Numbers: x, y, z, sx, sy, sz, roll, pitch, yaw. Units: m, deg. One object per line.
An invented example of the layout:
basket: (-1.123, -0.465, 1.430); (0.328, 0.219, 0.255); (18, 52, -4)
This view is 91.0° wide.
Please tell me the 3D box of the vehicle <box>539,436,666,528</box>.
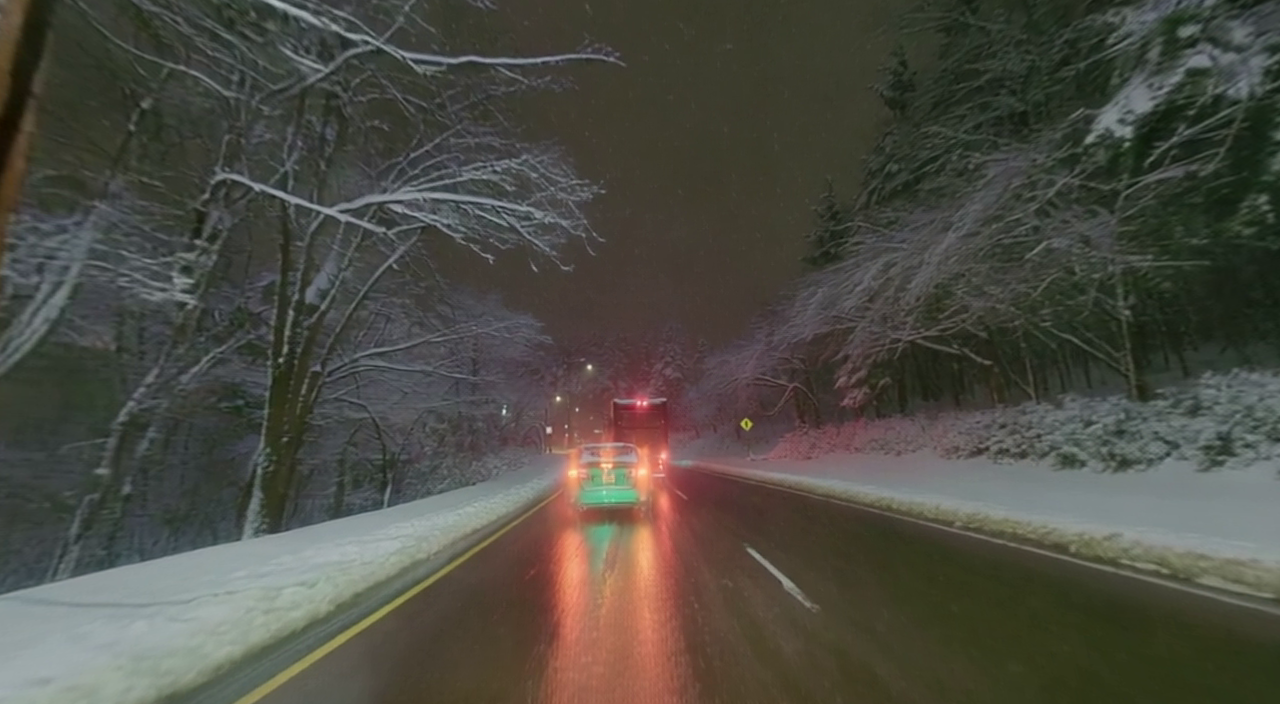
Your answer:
vehicle: (-0.612, 2.460, 12.459); (2.076, 1.490, 4.078); (0, -9, 0)

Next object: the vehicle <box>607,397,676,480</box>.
vehicle: (-0.024, 4.781, 34.164); (3.085, 3.682, 11.755); (0, -9, -1)
